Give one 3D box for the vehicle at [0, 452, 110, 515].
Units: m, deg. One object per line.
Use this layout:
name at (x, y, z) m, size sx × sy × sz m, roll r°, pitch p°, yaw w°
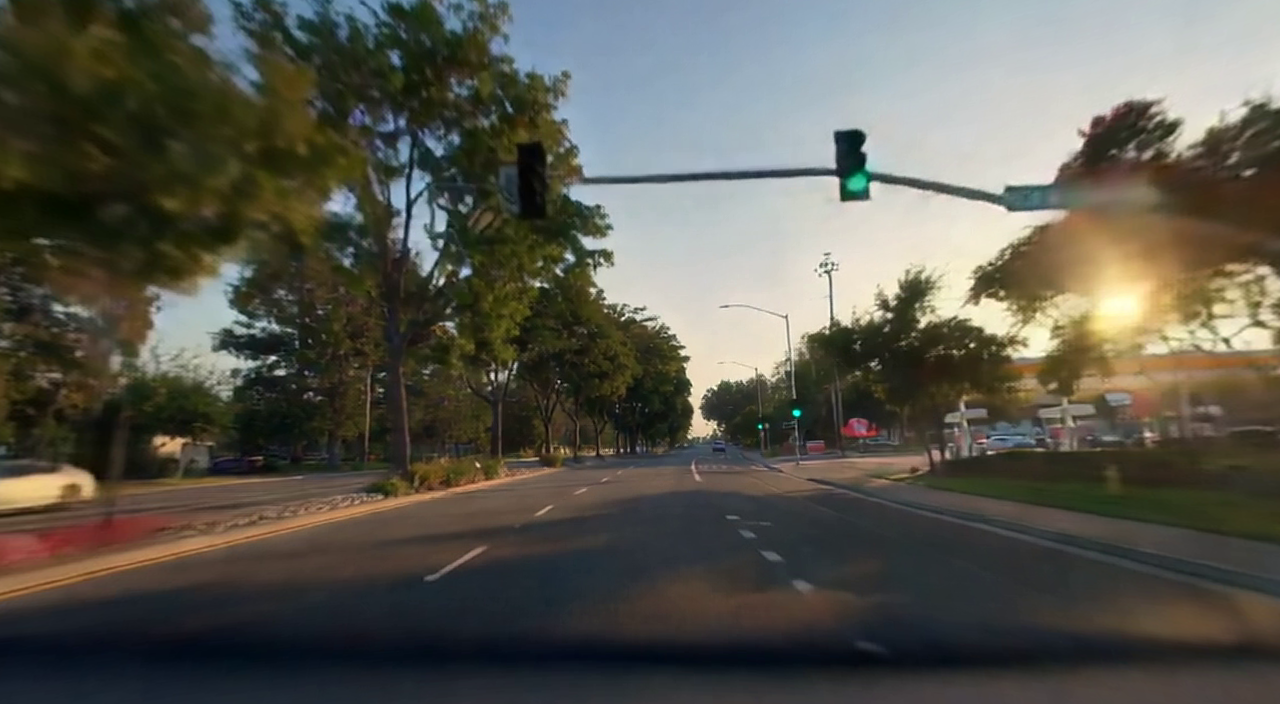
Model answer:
vehicle at (-18.469, 3.795, 18.477) m, size 1.970 × 1.696 × 4.410 m, roll -1°, pitch -9°, yaw 2°
